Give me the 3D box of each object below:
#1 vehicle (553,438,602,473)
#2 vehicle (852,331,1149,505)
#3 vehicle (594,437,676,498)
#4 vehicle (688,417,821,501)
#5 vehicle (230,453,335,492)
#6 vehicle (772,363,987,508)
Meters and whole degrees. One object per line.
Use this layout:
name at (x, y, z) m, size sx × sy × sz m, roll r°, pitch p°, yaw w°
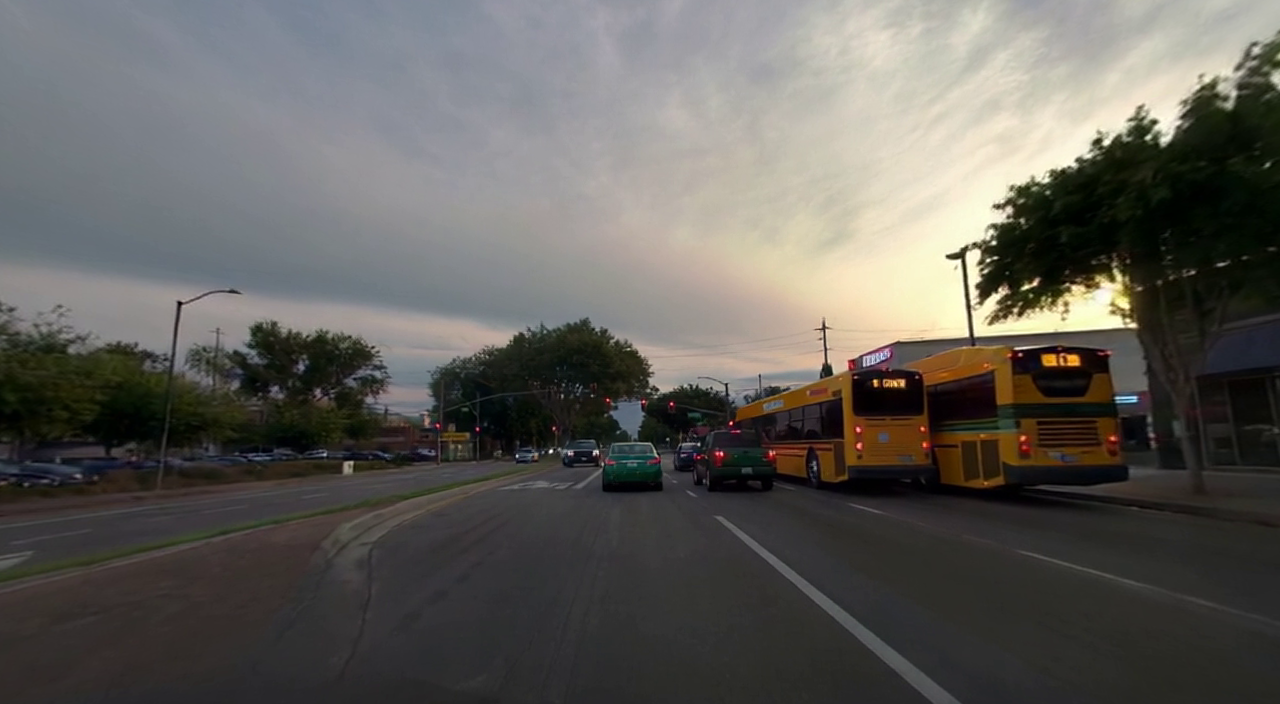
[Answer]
vehicle at (-3.187, 5.402, 33.221) m, size 2.180 × 1.708 × 4.397 m, roll 0°, pitch -9°, yaw -1°
vehicle at (10.235, 2.293, 20.189) m, size 3.181 × 4.110 × 10.468 m, roll 0°, pitch -8°, yaw 0°
vehicle at (-0.185, 3.198, 17.850) m, size 2.071 × 1.525 × 3.723 m, roll 0°, pitch -9°, yaw -2°
vehicle at (2.918, 2.961, 17.927) m, size 2.490 × 1.951 × 5.931 m, roll 0°, pitch -9°, yaw -2°
vehicle at (-14.812, 4.990, 26.482) m, size 1.960 × 1.396 × 4.185 m, roll 0°, pitch -9°, yaw 0°
vehicle at (6.407, 2.521, 18.987) m, size 2.879 × 3.318 × 8.881 m, roll 0°, pitch -8°, yaw -1°
